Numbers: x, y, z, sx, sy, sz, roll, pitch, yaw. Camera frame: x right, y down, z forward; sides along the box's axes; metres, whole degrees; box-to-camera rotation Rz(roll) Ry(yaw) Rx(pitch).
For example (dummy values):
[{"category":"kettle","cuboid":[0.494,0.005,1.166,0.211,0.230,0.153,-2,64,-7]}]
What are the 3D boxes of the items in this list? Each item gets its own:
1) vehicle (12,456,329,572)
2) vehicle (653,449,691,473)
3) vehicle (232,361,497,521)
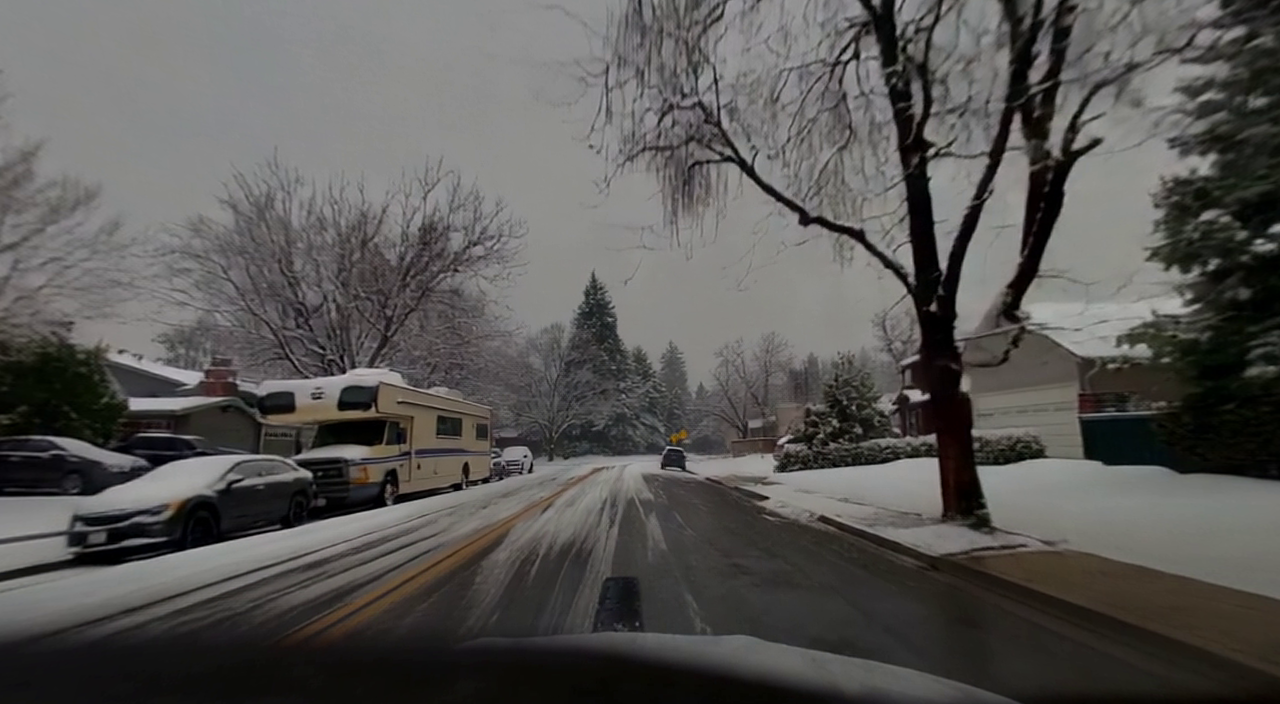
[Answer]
[{"category":"vehicle","cuboid":[-7.375,2.528,10.721,1.932,1.438,4.552,0,-9,-1]},{"category":"vehicle","cuboid":[2.111,7.445,43.437,2.167,1.479,4.597,0,-9,-3]},{"category":"vehicle","cuboid":[-7.355,2.966,19.801,3.103,3.479,11.801,-1,-10,-1]}]
